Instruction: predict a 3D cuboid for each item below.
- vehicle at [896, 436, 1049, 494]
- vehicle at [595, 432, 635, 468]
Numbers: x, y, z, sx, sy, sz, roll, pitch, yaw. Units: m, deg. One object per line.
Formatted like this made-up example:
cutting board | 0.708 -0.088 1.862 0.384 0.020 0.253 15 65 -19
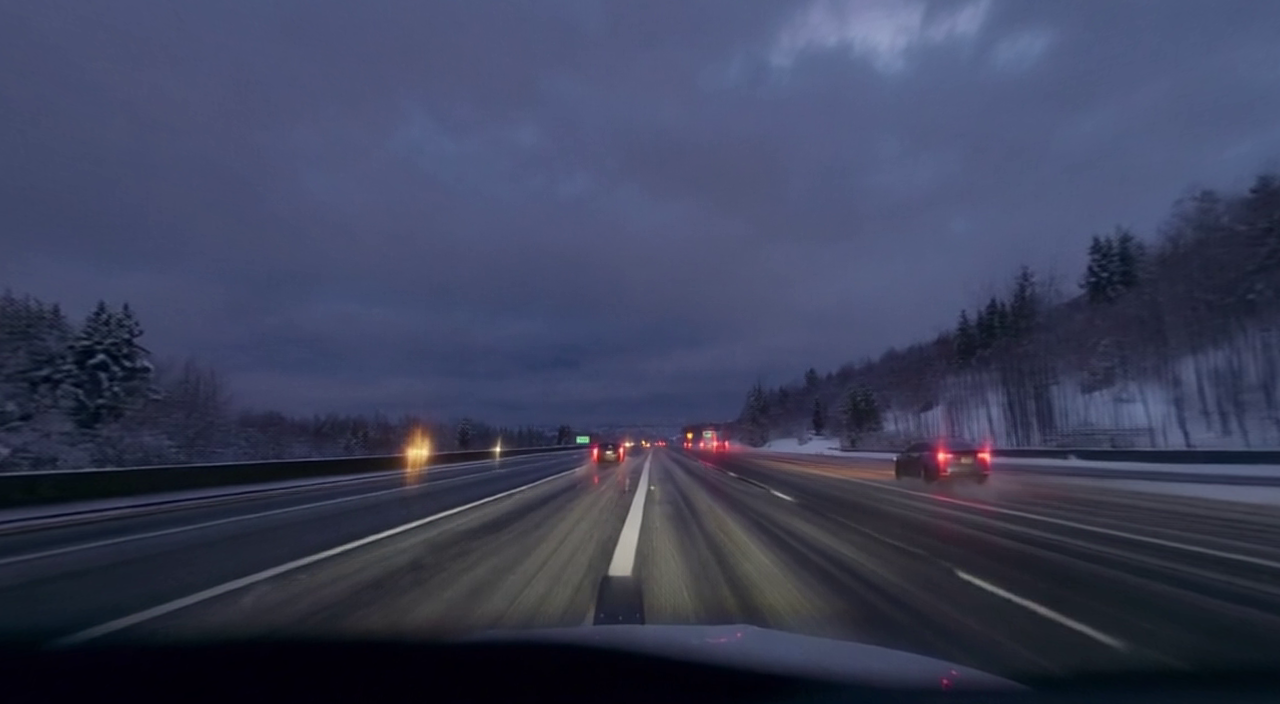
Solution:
vehicle | 9.166 3.133 17.934 1.900 1.432 4.519 0 -8 1
vehicle | -1.283 5.334 34.588 1.893 1.827 4.513 0 -8 2
